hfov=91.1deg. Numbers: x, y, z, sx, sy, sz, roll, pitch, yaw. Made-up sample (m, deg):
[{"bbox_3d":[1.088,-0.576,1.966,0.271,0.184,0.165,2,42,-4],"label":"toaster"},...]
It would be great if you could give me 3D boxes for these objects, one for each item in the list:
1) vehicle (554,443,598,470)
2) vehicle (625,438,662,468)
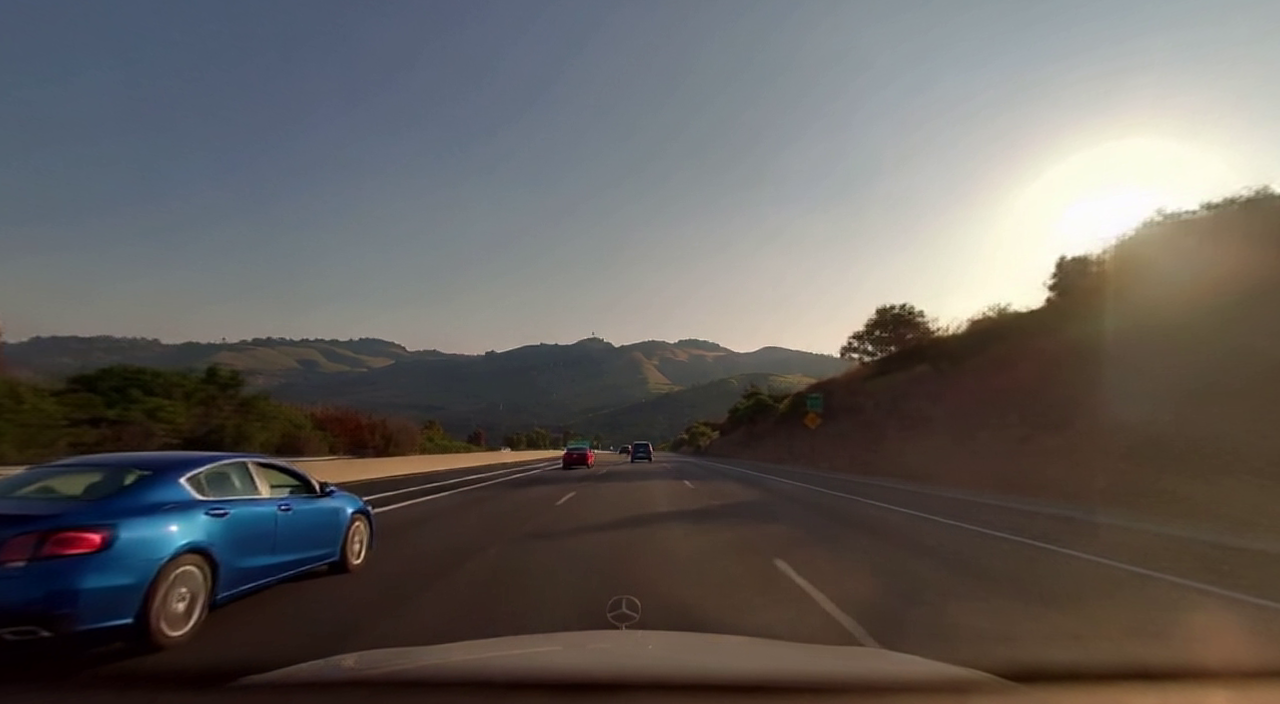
[{"bbox_3d":[-3.745,6.182,37.254,2.082,1.485,4.237,0,-8,1],"label":"vehicle"},{"bbox_3d":[0.251,6.599,41.217,2.272,1.836,4.866,0,-8,0],"label":"vehicle"}]
